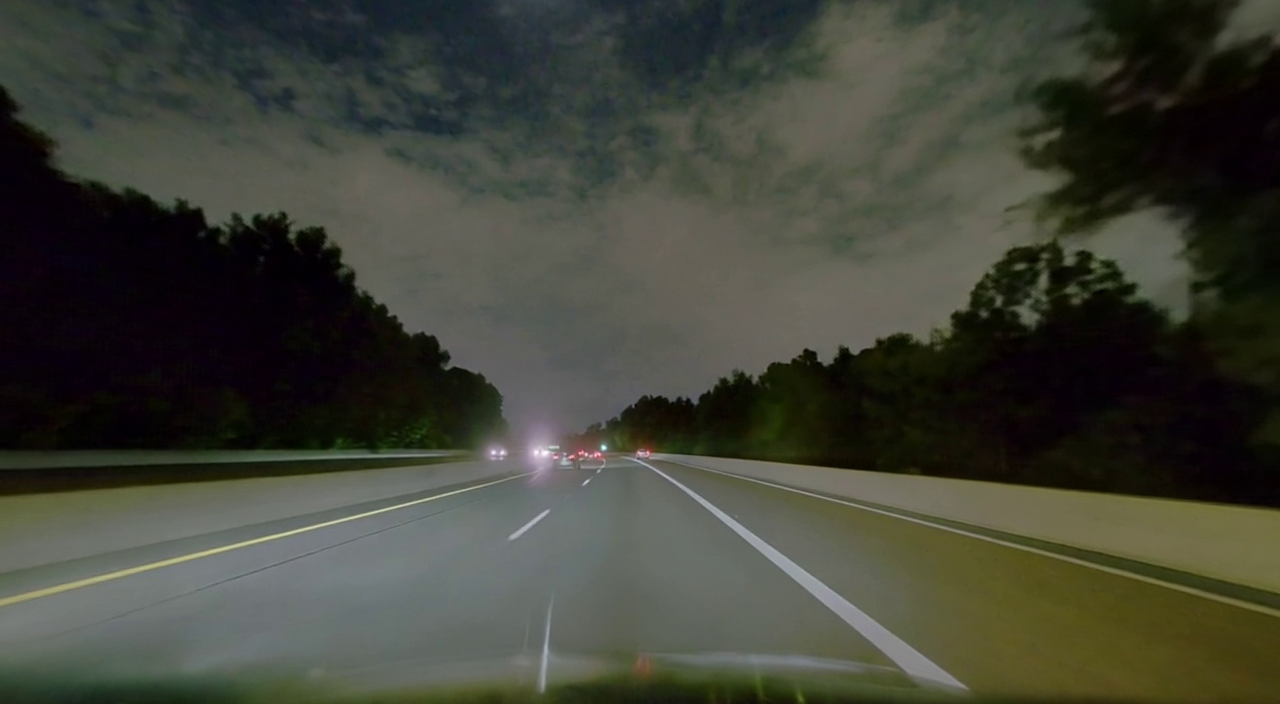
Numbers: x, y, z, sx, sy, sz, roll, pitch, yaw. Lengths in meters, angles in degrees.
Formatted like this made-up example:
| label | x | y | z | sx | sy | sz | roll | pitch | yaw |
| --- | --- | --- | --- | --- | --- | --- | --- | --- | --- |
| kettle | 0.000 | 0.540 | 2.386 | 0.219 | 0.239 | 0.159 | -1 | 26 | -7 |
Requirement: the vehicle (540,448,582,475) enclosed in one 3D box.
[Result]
| label | x | y | z | sx | sy | sz | roll | pitch | yaw |
| --- | --- | --- | --- | --- | --- | --- | --- | --- | --- |
| vehicle | -4.785 | 6.663 | 38.771 | 2.049 | 1.521 | 4.366 | 0 | -9 | -1 |
